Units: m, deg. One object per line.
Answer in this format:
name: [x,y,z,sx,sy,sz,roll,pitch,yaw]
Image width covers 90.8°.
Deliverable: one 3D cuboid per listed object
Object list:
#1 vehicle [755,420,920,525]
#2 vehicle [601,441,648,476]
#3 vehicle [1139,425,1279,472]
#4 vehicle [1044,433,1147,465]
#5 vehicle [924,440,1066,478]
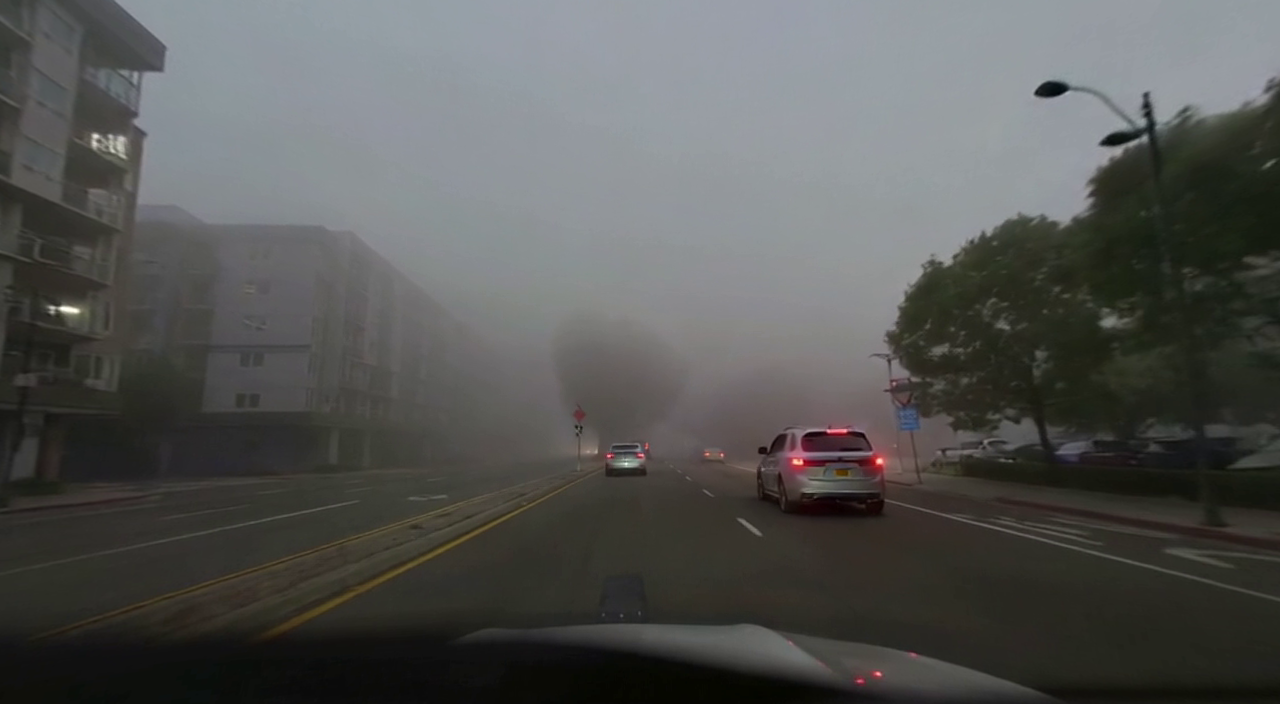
vehicle: [3.635,2.298,12.507,1.949,1.723,4.020,0,-8,0]
vehicle: [-0.630,4.839,28.931,2.006,1.487,3.535,0,-8,1]
vehicle: [25.723,4.262,28.015,5.429,1.787,2.125,-2,-9,-4]
vehicle: [26.275,5.619,36.535,4.330,1.748,1.961,0,-8,1]
vehicle: [14.566,4.402,26.101,4.607,1.466,2.053,0,-9,-3]
